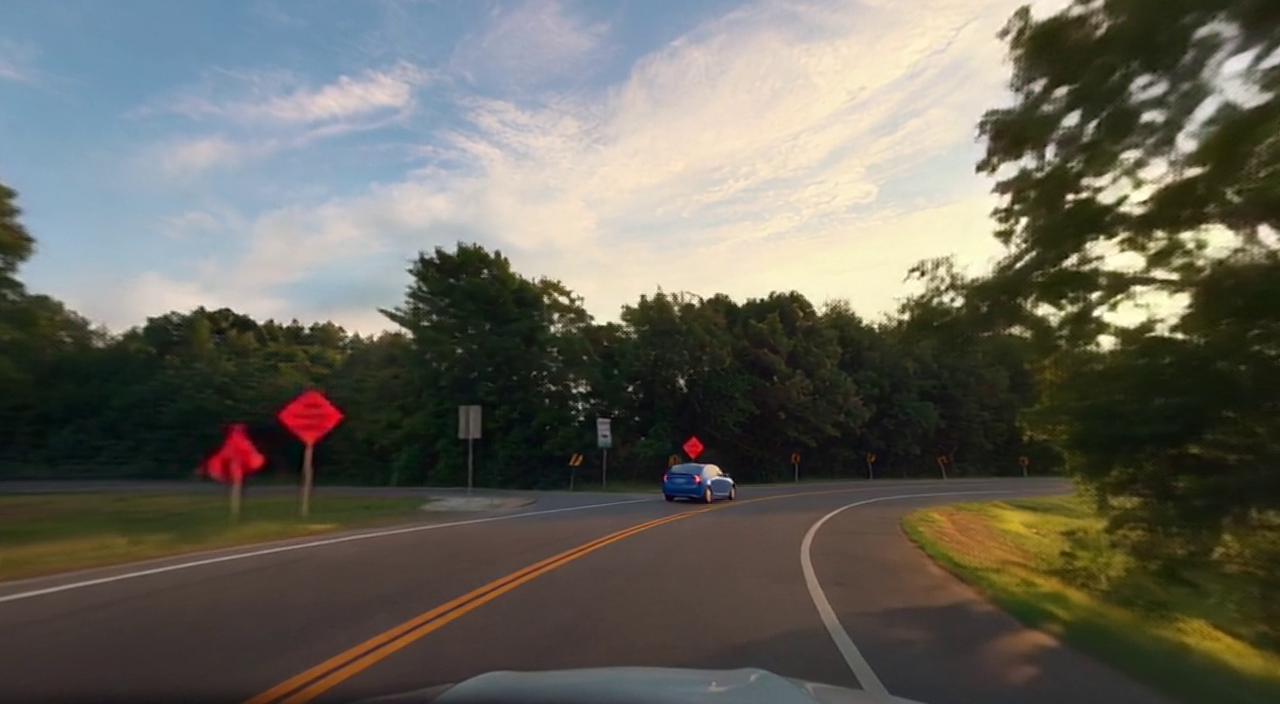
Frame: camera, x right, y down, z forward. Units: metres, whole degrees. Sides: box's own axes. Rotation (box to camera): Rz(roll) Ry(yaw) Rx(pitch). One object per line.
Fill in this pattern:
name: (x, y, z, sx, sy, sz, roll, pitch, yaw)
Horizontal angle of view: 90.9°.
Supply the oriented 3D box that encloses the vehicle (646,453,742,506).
vehicle: (2.085, 4.602, 22.929, 1.997, 1.692, 4.422, -4, -11, 26)
